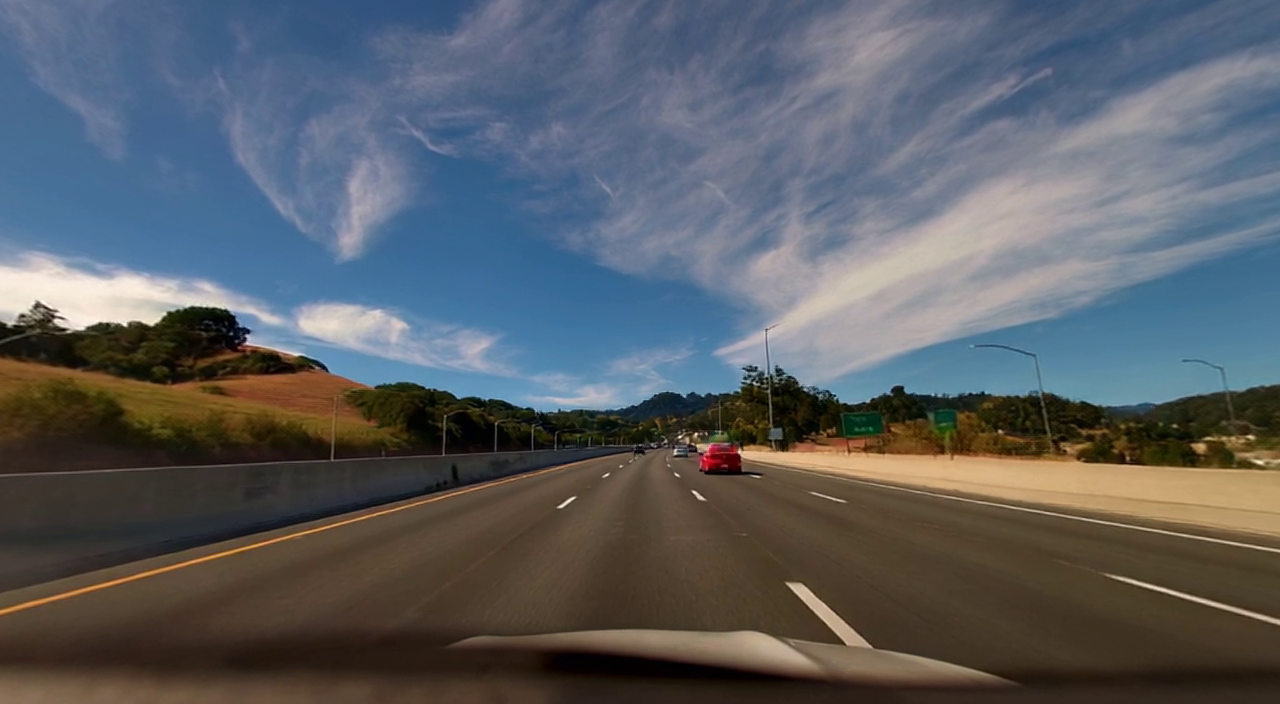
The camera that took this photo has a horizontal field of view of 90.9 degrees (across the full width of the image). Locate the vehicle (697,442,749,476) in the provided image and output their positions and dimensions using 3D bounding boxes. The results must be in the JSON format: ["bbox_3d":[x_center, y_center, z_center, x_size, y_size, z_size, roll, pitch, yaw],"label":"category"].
[{"bbox_3d":[3.888,5.073,30.235,1.916,1.469,4.481,0,-8,0],"label":"vehicle"}]
